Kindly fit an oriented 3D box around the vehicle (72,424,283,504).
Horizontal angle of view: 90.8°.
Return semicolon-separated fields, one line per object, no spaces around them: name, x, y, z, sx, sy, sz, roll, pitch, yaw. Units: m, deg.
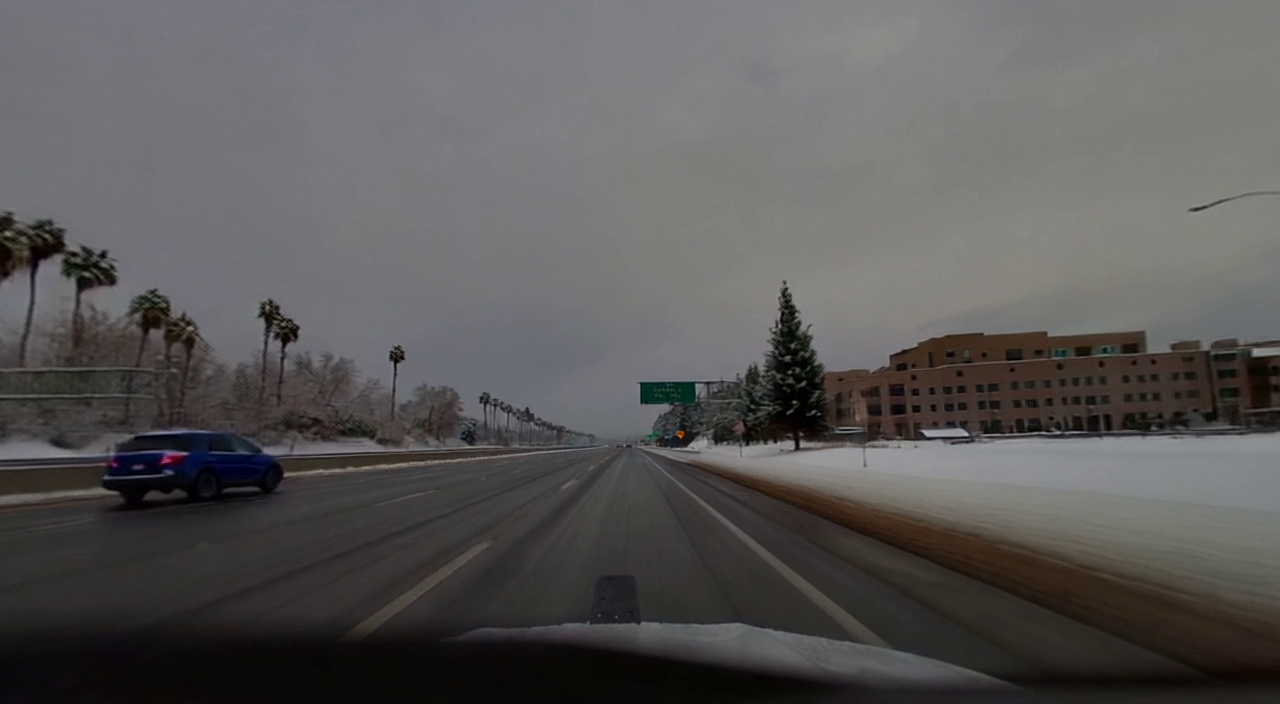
vehicle;-11.571;2.819;16.335;2.016;1.754;4.543;0;-8;0
